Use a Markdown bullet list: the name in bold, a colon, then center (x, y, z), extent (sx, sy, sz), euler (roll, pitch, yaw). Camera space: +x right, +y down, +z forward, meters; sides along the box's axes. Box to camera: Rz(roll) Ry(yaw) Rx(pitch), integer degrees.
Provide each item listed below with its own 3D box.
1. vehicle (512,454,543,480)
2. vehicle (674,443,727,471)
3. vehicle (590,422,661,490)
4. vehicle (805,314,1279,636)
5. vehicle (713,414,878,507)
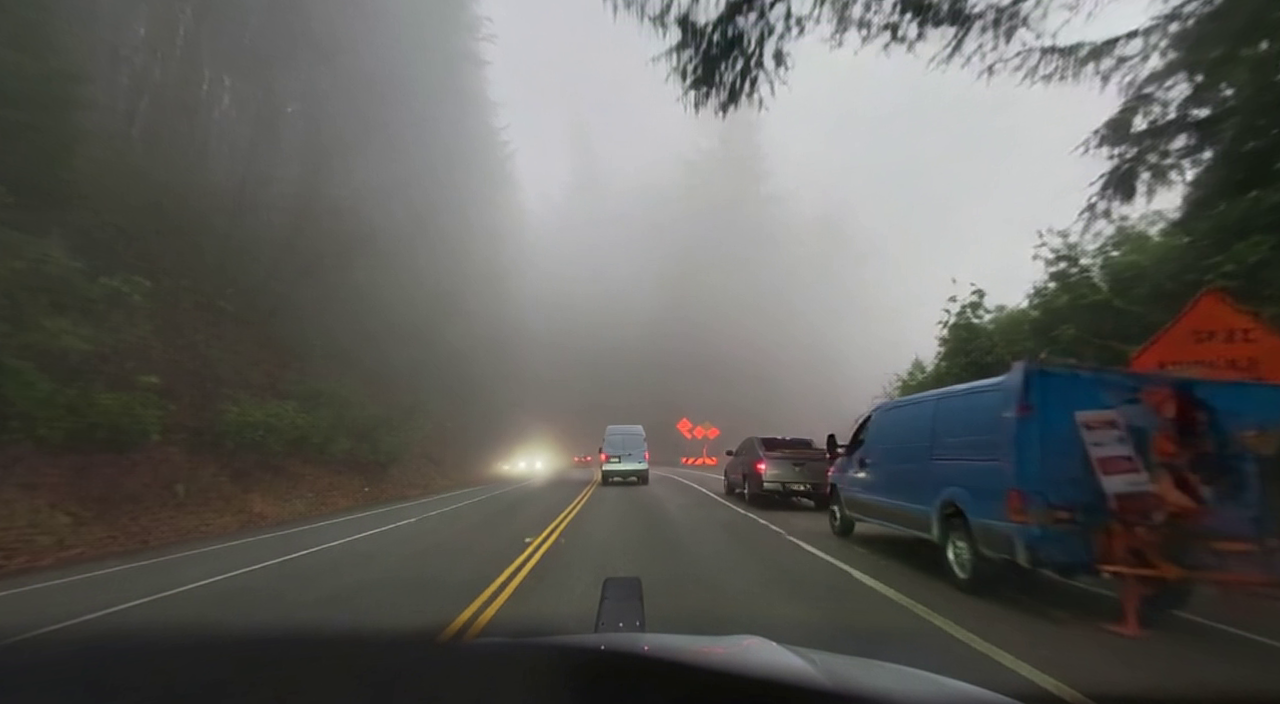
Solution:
- **vehicle**: center (-8.091, 8.265, 45.797), extent (1.992, 1.712, 4.504), euler (1, -9, -7)
- **vehicle**: center (3.203, 5.716, 34.352), extent (2.277, 1.299, 3.889), euler (-2, -9, -3)
- **vehicle**: center (-0.613, 3.807, 23.370), extent (2.362, 2.247, 4.892), euler (0, -9, -3)
- **vehicle**: center (4.219, 1.302, 7.612), extent (2.613, 2.153, 6.713), euler (0, -9, 0)
- **vehicle**: center (3.652, 2.799, 16.709), extent (2.415, 1.932, 6.910), euler (0, -9, -2)
